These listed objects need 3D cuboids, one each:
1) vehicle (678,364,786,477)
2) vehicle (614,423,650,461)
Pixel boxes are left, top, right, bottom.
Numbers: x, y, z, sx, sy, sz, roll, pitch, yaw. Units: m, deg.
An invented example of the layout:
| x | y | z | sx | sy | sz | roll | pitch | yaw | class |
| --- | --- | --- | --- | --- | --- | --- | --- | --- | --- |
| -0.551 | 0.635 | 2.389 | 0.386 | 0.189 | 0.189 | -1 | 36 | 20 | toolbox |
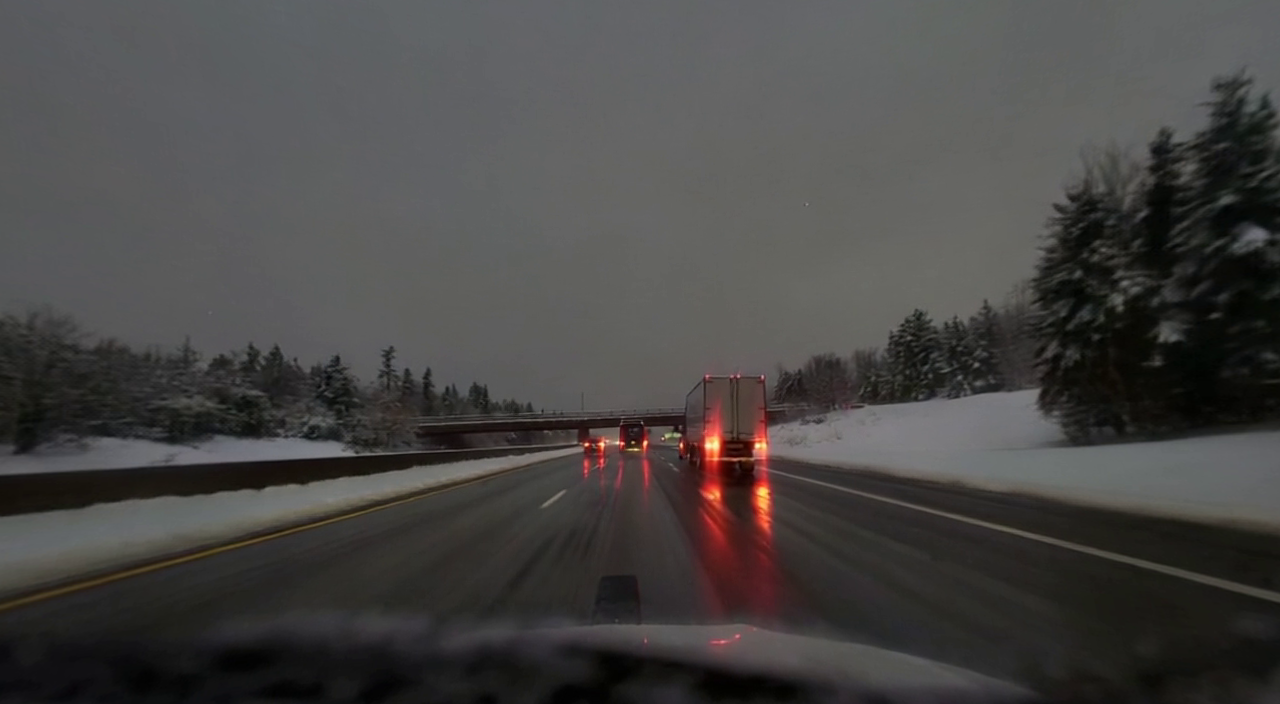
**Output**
| x | y | z | sx | sy | sz | roll | pitch | yaw | class |
| --- | --- | --- | --- | --- | --- | --- | --- | --- | --- |
| 3.608 | 3.229 | 27.992 | 2.997 | 3.983 | 10.860 | 1 | -8 | -1 | vehicle |
| -0.586 | 6.658 | 46.658 | 2.481 | 2.618 | 6.314 | 0 | -8 | -1 | vehicle |
